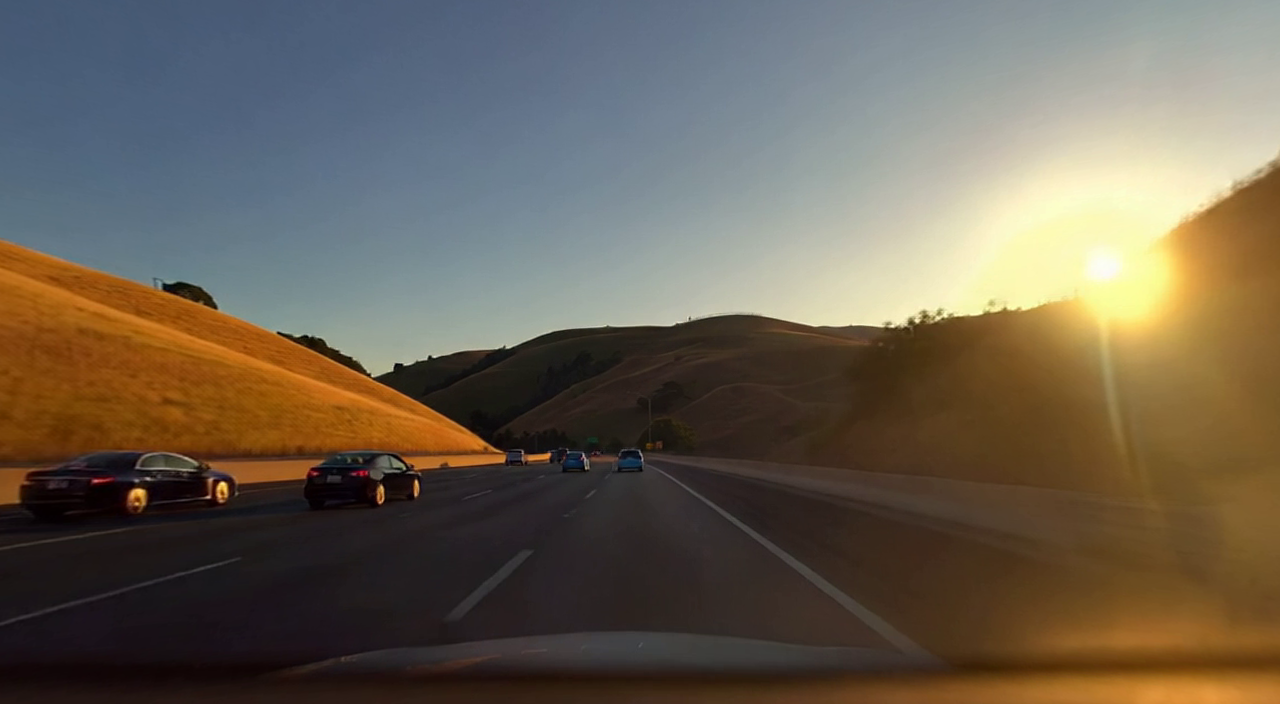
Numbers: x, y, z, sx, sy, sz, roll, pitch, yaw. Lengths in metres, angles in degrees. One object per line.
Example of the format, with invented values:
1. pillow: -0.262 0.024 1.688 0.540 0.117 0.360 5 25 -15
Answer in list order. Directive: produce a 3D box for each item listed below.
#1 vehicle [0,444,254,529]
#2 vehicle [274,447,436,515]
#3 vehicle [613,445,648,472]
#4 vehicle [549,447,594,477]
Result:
1. vehicle: -11.096 2.798 13.901 2.048 1.501 4.898 0 -8 0
2. vehicle: -6.852 3.107 15.776 1.991 1.441 4.265 0 -8 1
3. vehicle: -0.687 7.034 42.062 2.225 1.674 4.044 0 -8 -2
4. vehicle: -3.861 6.252 36.148 2.144 1.505 4.649 0 -8 -1
